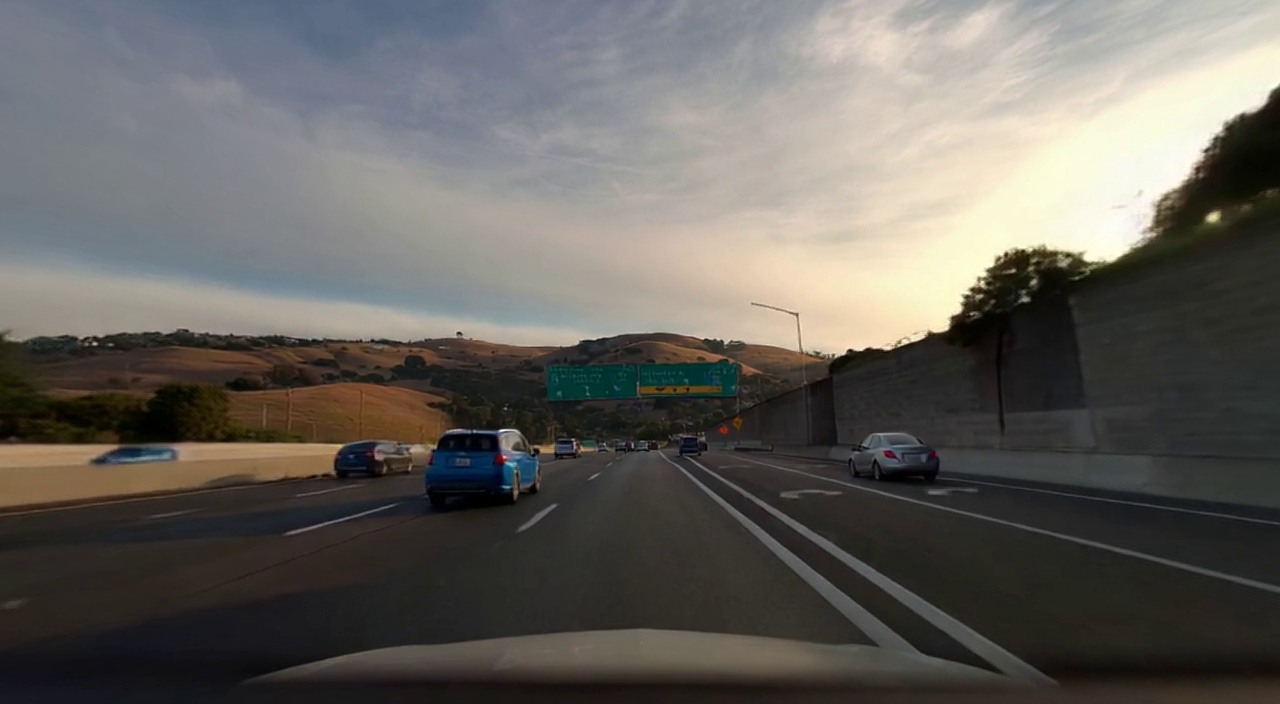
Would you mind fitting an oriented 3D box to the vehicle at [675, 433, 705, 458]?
[{"bbox_3d":[3.907,7.336,49.484,2.172,1.824,5.031,-1,-8,4],"label":"vehicle"}]

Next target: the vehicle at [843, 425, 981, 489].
[{"bbox_3d":[7.838,3.075,18.755,2.122,1.646,4.491,0,-8,1],"label":"vehicle"}]

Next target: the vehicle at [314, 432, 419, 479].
[{"bbox_3d":[-11.191,4.261,26.234,2.091,1.774,4.754,0,-8,2],"label":"vehicle"}]

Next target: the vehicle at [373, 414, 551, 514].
[{"bbox_3d":[-3.500,2.340,13.701,2.210,1.730,5.133,0,-8,2],"label":"vehicle"}]

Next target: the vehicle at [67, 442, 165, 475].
[{"bbox_3d":[-23.765,4.825,28.770,1.487,1.378,3.390,0,-8,1],"label":"vehicle"}]

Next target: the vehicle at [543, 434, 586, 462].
[{"bbox_3d":[-4.929,6.366,41.866,2.076,1.730,4.537,-1,-8,3],"label":"vehicle"}]
